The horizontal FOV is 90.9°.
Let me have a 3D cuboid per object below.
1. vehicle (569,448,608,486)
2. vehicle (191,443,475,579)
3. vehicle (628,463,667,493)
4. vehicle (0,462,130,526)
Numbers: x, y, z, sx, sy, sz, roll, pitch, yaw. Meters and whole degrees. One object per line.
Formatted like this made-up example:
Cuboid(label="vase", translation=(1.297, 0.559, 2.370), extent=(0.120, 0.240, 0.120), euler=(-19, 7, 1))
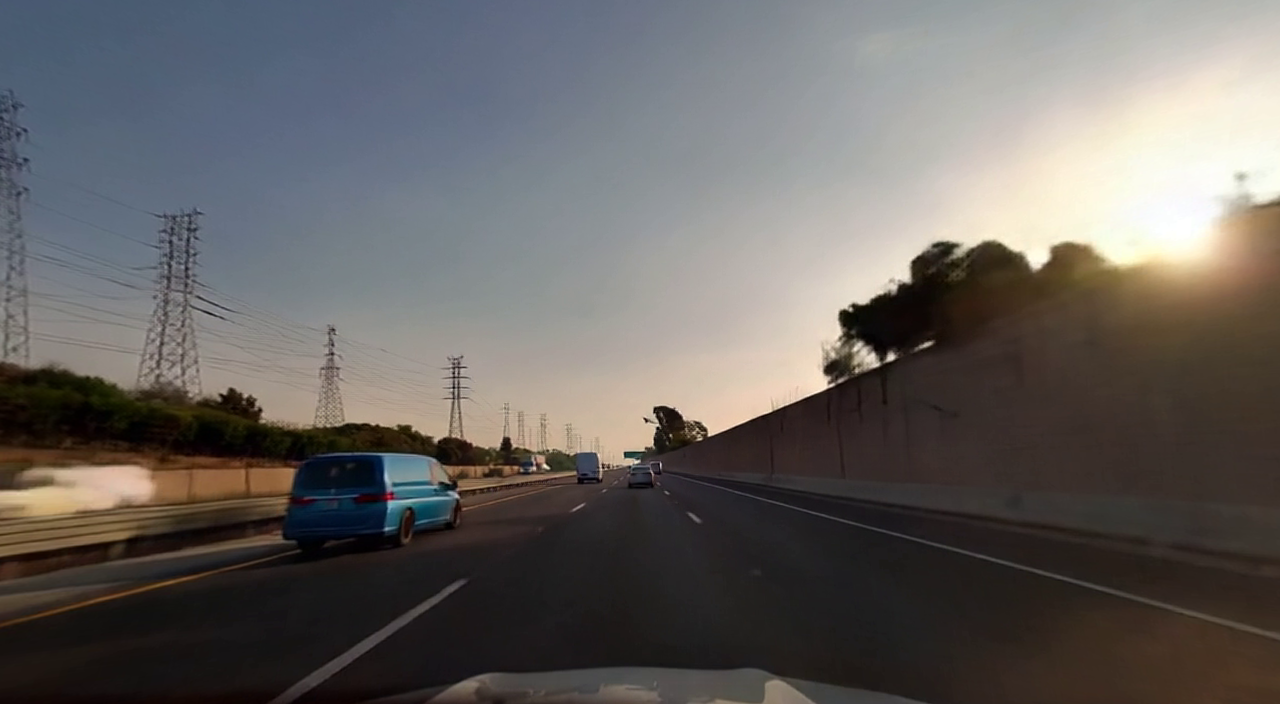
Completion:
Cuboid(label="vehicle", translation=(-3.808, 8.745, 47.790), extent=(2.394, 2.609, 6.875), euler=(1, -11, 0))
Cuboid(label="vehicle", translation=(-4.202, 2.289, 9.716), extent=(2.023, 1.541, 4.543), euler=(1, -11, 1))
Cuboid(label="vehicle", translation=(0.369, 7.005, 35.120), extent=(2.006, 1.554, 3.863), euler=(1, -11, -1))
Cuboid(label="vehicle", translation=(-15.595, 3.561, 16.089), extent=(1.808, 1.440, 3.961), euler=(1, -11, -2))
